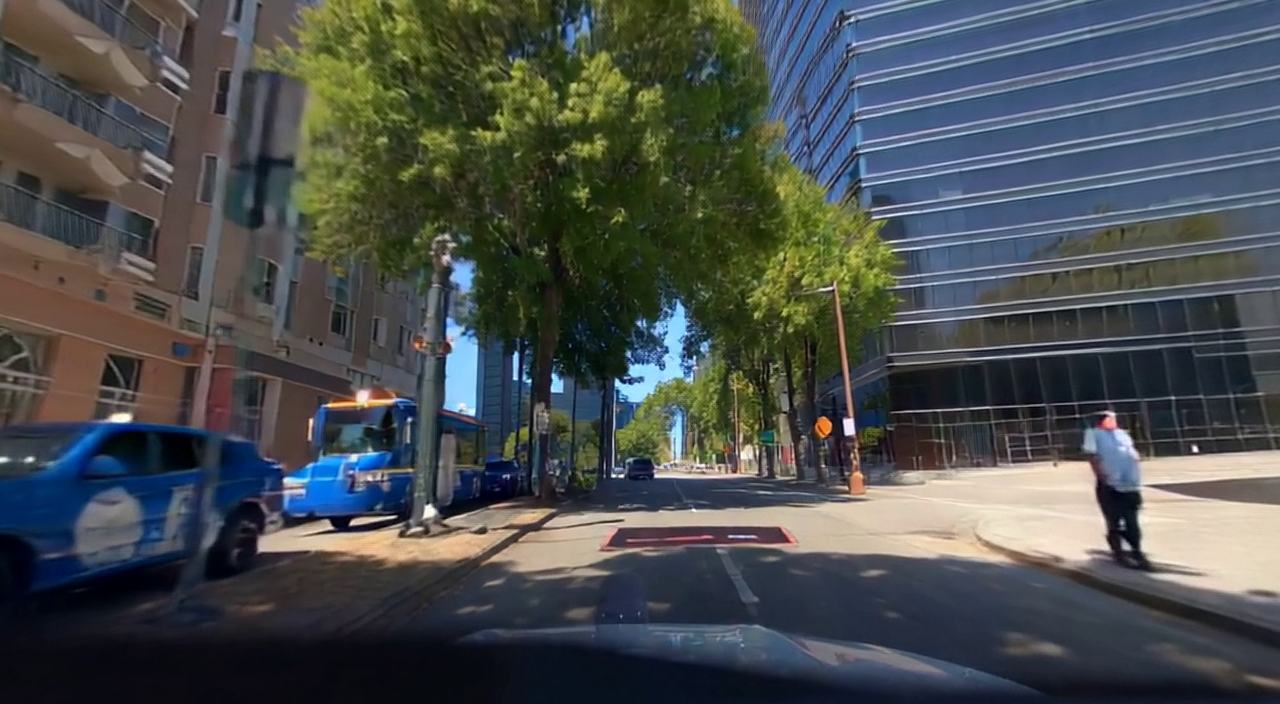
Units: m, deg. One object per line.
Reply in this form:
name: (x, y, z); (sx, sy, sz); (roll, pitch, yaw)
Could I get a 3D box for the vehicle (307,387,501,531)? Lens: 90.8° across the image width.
vehicle: (-5.096, 2.443, 14.879); (2.268, 2.708, 5.699); (0, -9, 1)

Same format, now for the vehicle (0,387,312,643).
vehicle: (-5.663, 1.490, 6.543); (1.988, 1.855, 4.599); (0, -9, 1)

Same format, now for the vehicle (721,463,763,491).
vehicle: (6.431, 7.963, 40.386); (1.888, 1.536, 4.381); (0, -9, -1)
